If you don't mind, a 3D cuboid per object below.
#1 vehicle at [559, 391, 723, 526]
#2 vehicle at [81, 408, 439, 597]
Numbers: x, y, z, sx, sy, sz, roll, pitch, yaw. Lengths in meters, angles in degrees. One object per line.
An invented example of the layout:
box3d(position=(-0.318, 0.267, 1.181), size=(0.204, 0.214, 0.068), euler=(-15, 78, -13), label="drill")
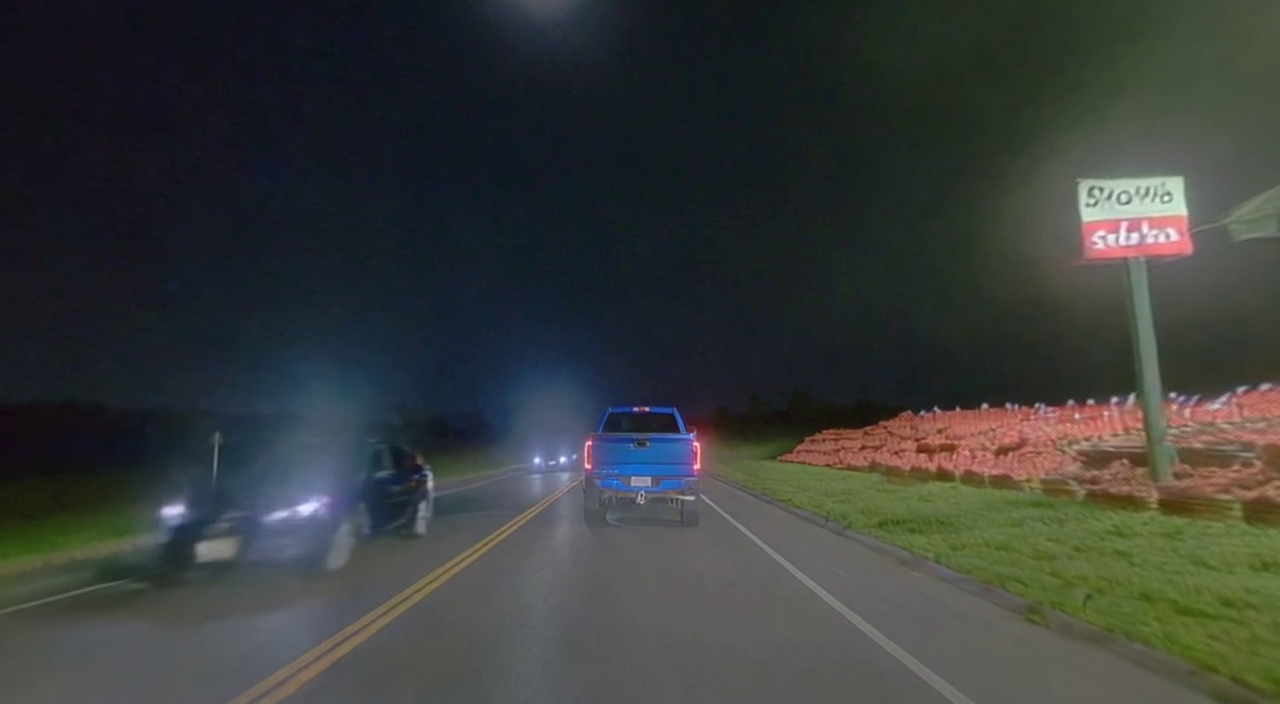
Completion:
box3d(position=(-0.075, 2.188, 13.476), size=(2.693, 2.223, 5.885), euler=(0, -8, -2), label="vehicle")
box3d(position=(-4.324, 1.756, 8.260), size=(2.081, 1.681, 4.325), euler=(-3, -8, -1), label="vehicle")
